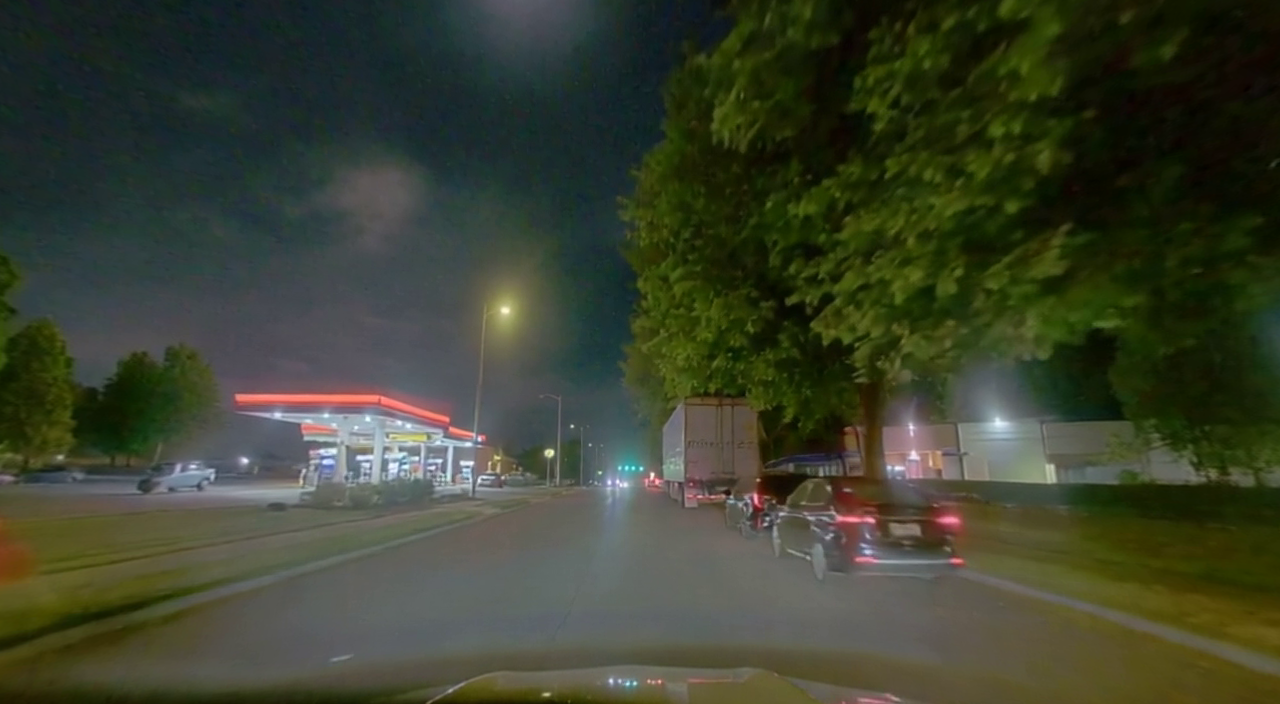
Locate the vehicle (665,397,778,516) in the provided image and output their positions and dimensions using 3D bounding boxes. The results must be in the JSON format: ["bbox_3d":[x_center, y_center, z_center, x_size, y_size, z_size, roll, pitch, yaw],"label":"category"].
[{"bbox_3d":[3.083,4.947,28.909,2.990,4.098,13.928,1,-11,-1],"label":"vehicle"}]

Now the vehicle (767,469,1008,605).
[{"bbox_3d":[3.203,2.482,9.147,1.844,1.498,3.898,1,-11,-1],"label":"vehicle"}]

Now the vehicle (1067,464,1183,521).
[{"bbox_3d":[18.836,5.459,24.618,2.436,2.052,2.410,0,-11,2],"label":"vehicle"}]
